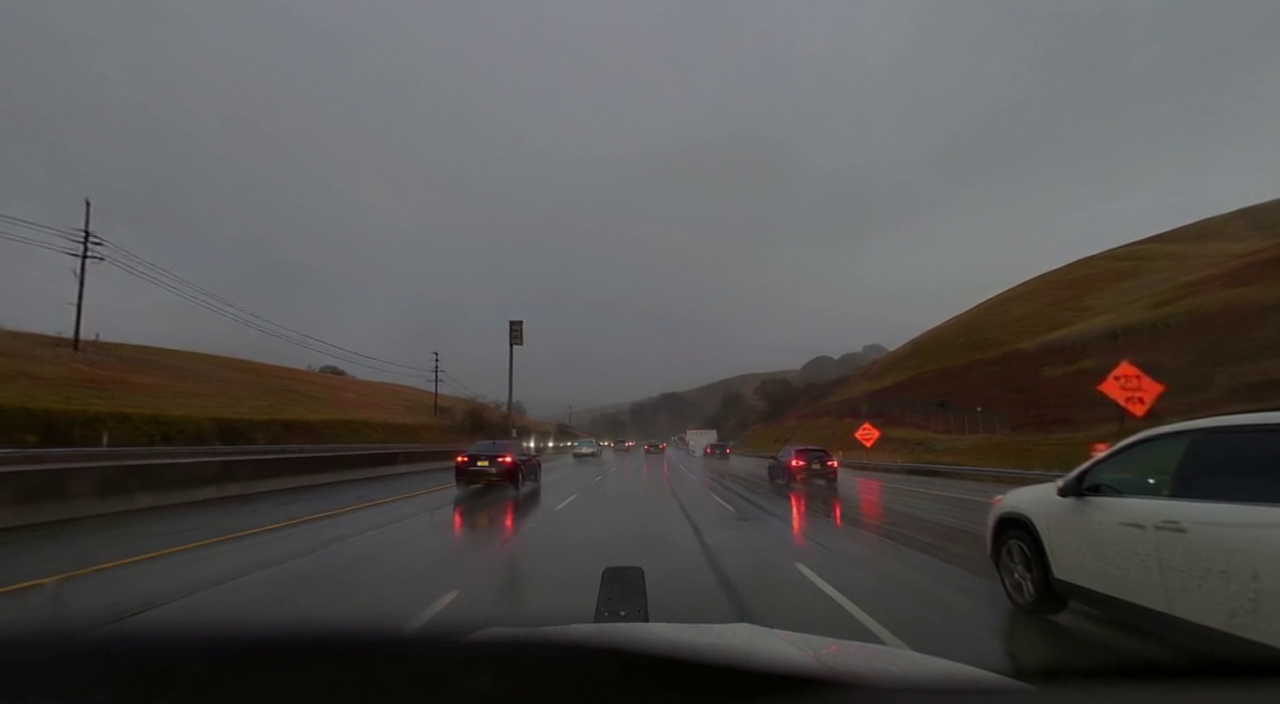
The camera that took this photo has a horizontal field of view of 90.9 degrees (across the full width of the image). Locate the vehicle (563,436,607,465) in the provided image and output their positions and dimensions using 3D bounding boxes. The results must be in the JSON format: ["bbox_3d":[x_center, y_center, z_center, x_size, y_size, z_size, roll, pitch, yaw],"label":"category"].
[{"bbox_3d":[-3.289,6.019,38.714,2.234,1.675,4.527,0,-8,1],"label":"vehicle"}]

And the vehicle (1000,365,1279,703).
[{"bbox_3d":[3.864,0.864,2.595,2.018,1.670,4.658,0,-8,1],"label":"vehicle"}]

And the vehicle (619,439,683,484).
[{"bbox_3d":[0.374,3.992,23.320,2.138,1.473,4.392,0,-8,0],"label":"vehicle"}]

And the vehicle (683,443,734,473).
[{"bbox_3d":[3.530,5.531,33.202,2.177,1.453,4.205,0,-8,0],"label":"vehicle"}]

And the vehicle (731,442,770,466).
[{"bbox_3d":[8.173,7.607,47.131,2.042,1.684,4.609,0,-8,0],"label":"vehicle"}]

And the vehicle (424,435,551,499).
[{"bbox_3d":[-3.806,2.965,16.631,2.232,1.438,4.163,0,-8,1],"label":"vehicle"}]

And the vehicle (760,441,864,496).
[{"bbox_3d":[5.076,3.481,19.238,1.867,1.465,4.093,0,-8,-2],"label":"vehicle"}]
